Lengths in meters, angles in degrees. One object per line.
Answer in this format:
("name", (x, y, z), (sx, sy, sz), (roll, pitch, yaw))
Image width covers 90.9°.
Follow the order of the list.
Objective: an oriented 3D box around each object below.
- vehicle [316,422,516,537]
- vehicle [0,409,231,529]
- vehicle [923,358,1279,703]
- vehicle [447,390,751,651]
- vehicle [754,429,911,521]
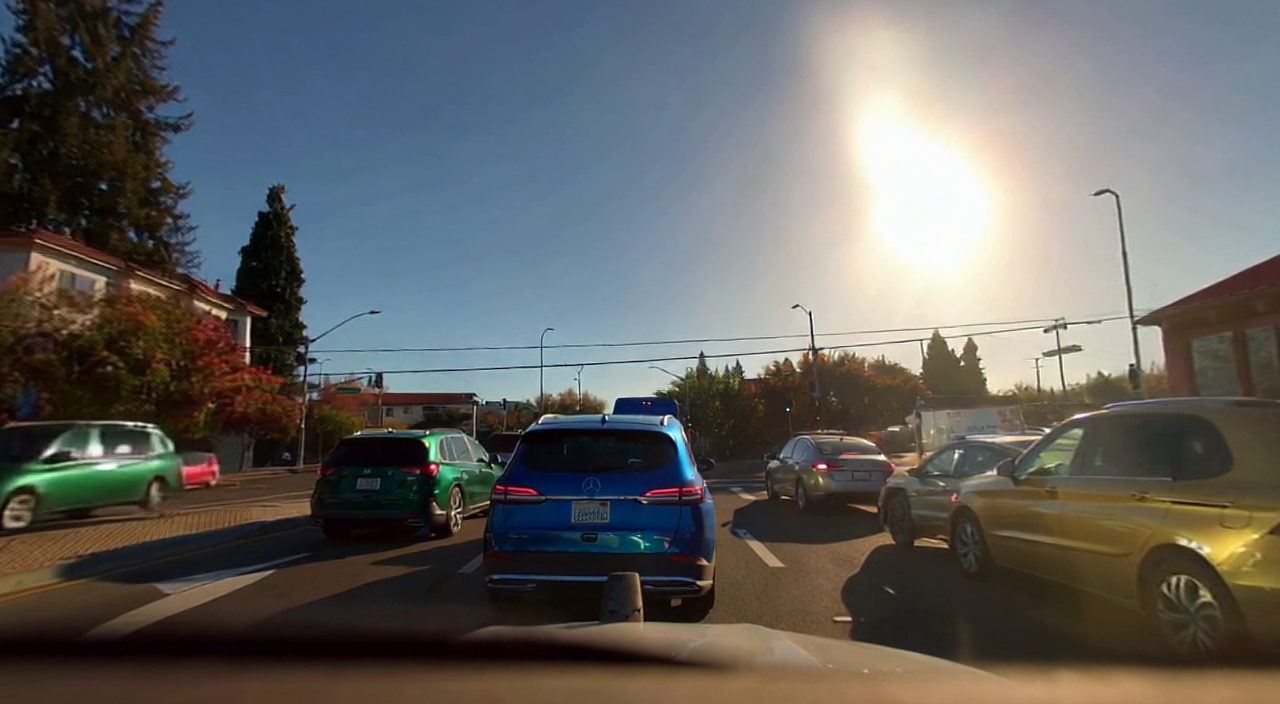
("vehicle", (-3.774, 2.232, 11.635), (2.012, 1.701, 4.316), (0, -8, 1))
("vehicle", (-12.373, 2.500, 14.036), (2.405, 2.098, 5.888), (0, -8, 2))
("vehicle", (4.149, 1.202, 4.929), (2.014, 1.740, 4.515), (-1, -8, 4))
("vehicle", (-0.158, 1.415, 6.313), (2.022, 1.700, 4.084), (0, -8, 4))
("vehicle", (3.647, 2.399, 12.775), (1.847, 1.554, 3.885), (0, -8, -2))
